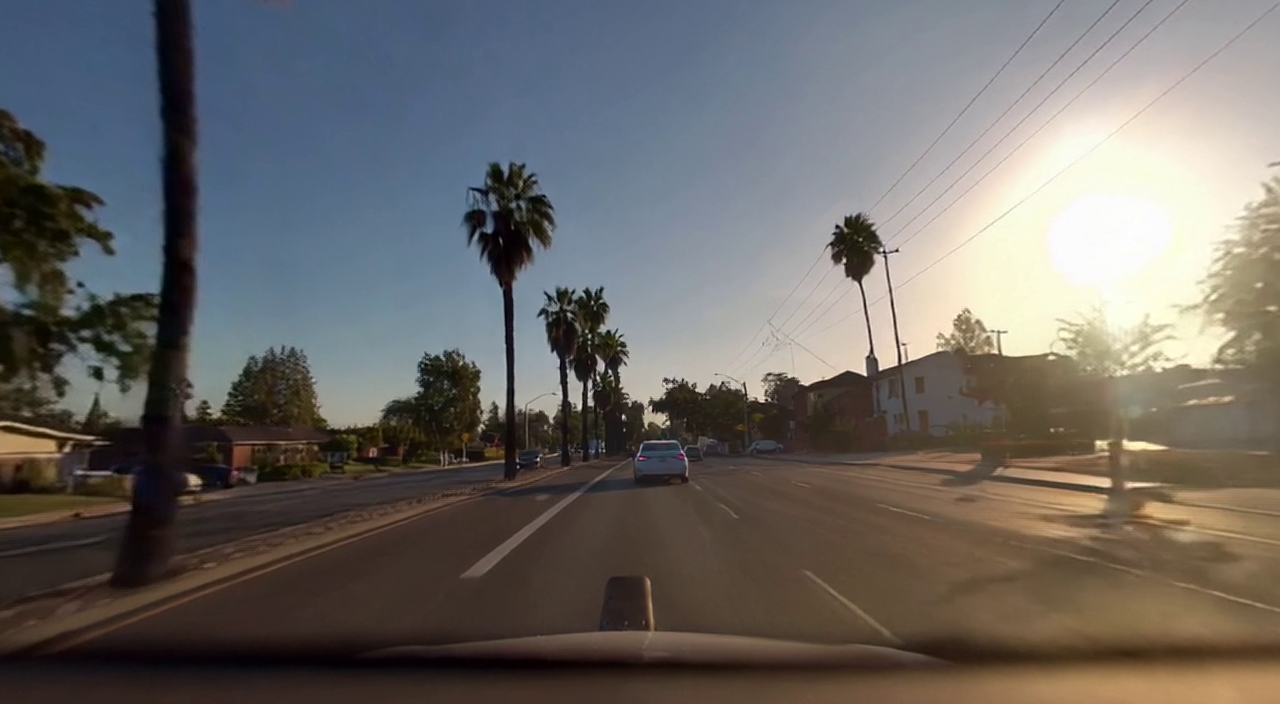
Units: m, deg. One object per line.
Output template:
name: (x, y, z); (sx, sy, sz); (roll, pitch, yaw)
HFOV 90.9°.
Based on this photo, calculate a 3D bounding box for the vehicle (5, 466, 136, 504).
vehicle: (-26.436, 6.153, 29.516); (1.813, 1.452, 4.619); (-1, -9, 0)

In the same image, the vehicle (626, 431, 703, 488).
vehicle: (0.697, 3.562, 21.111); (2.289, 1.679, 4.180); (0, -9, -1)

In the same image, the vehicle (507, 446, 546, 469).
vehicle: (-8.209, 7.687, 46.129); (1.951, 1.499, 4.710); (-1, -9, 1)

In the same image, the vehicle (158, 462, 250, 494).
vehicle: (-23.420, 6.760, 34.089); (1.834, 1.499, 4.346); (-1, -9, 1)

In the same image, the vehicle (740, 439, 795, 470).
vehicle: (6.631, 5.392, 33.238); (1.897, 1.477, 4.360); (0, -9, -1)
